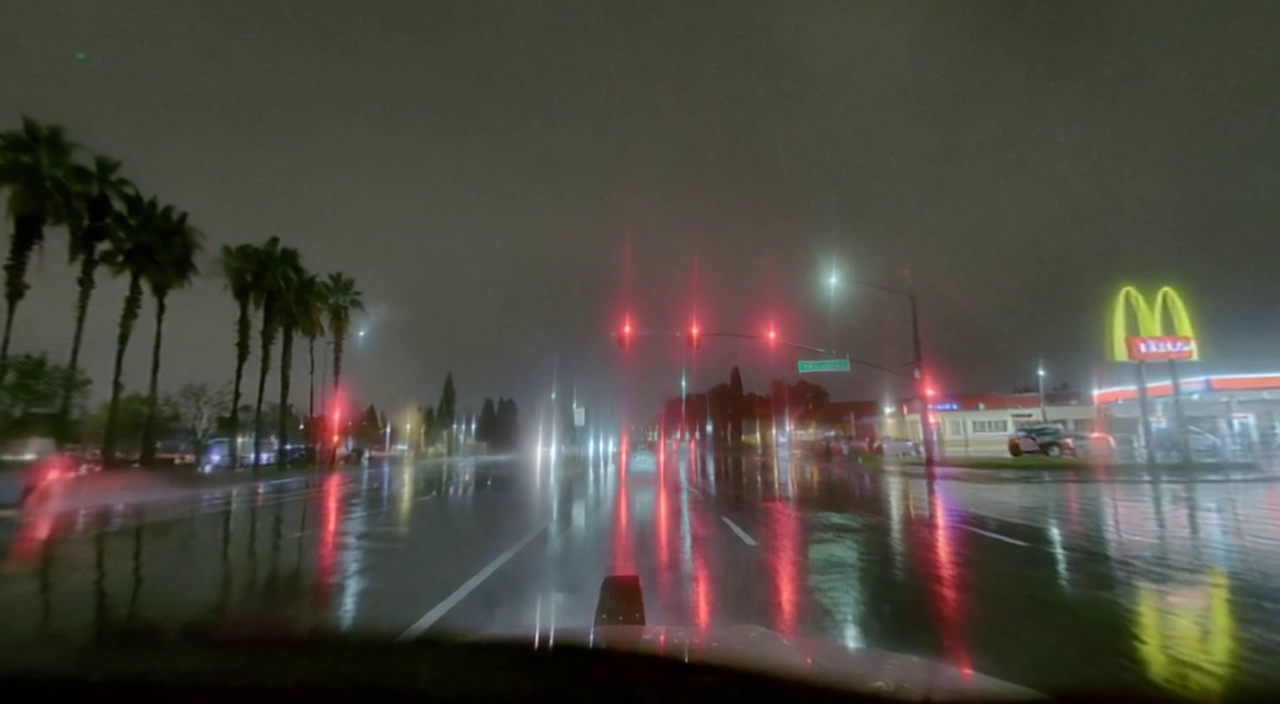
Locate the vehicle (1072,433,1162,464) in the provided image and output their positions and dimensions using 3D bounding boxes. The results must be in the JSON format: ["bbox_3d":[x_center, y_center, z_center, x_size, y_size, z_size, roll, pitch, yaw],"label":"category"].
[{"bbox_3d":[24.146,4.870,32.142,1.738,1.462,3.609,0,-8,0],"label":"vehicle"}]

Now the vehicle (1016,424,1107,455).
[{"bbox_3d":[24.395,5.093,36.694,3.783,1.560,1.853,-4,-10,9],"label":"vehicle"}]

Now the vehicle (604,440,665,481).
[{"bbox_3d":[-0.259,4.361,25.822,2.270,1.475,4.571,0,-8,-1],"label":"vehicle"}]

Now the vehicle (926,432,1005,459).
[{"bbox_3d":[19.431,5.601,37.843,3.833,1.495,1.892,-3,-8,17],"label":"vehicle"}]

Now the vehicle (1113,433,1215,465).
[{"bbox_3d":[26.226,4.841,31.804,1.923,1.501,3.849,0,-8,2],"label":"vehicle"}]

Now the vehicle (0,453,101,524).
[{"bbox_3d":[-15.194,3.112,14.317,1.896,1.508,4.659,0,-8,-1],"label":"vehicle"}]
